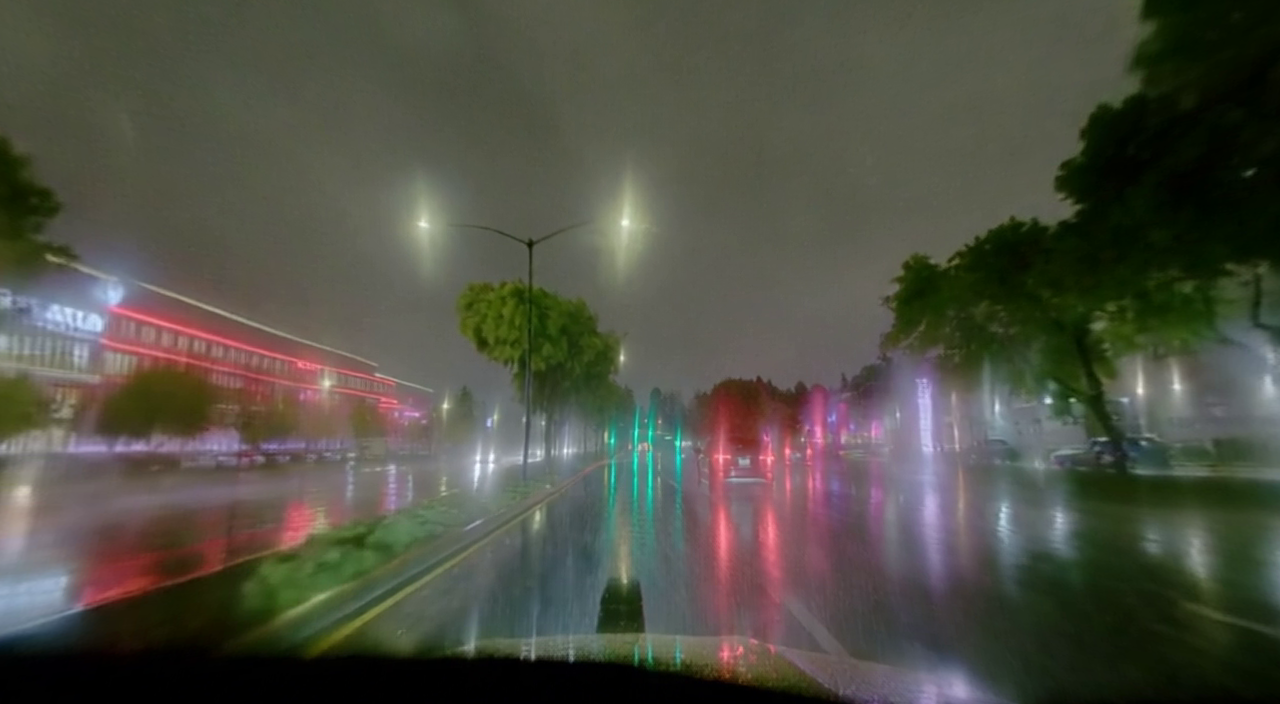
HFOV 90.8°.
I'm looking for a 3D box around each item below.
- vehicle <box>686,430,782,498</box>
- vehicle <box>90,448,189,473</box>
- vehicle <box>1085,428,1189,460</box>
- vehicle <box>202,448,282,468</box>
[{"bbox_3d":[2.507,3.119,18.012,1.963,1.677,4.229,0,-8,-2],"label":"vehicle"},{"bbox_3d":[-29.531,6.390,37.330,4.215,1.415,1.843,0,-8,-1],"label":"vehicle"},{"bbox_3d":[32.122,5.971,40.943,4.867,1.962,2.172,0,-8,1],"label":"vehicle"},{"bbox_3d":[-30.034,7.998,47.766,4.671,1.472,2.076,0,-8,2],"label":"vehicle"}]
